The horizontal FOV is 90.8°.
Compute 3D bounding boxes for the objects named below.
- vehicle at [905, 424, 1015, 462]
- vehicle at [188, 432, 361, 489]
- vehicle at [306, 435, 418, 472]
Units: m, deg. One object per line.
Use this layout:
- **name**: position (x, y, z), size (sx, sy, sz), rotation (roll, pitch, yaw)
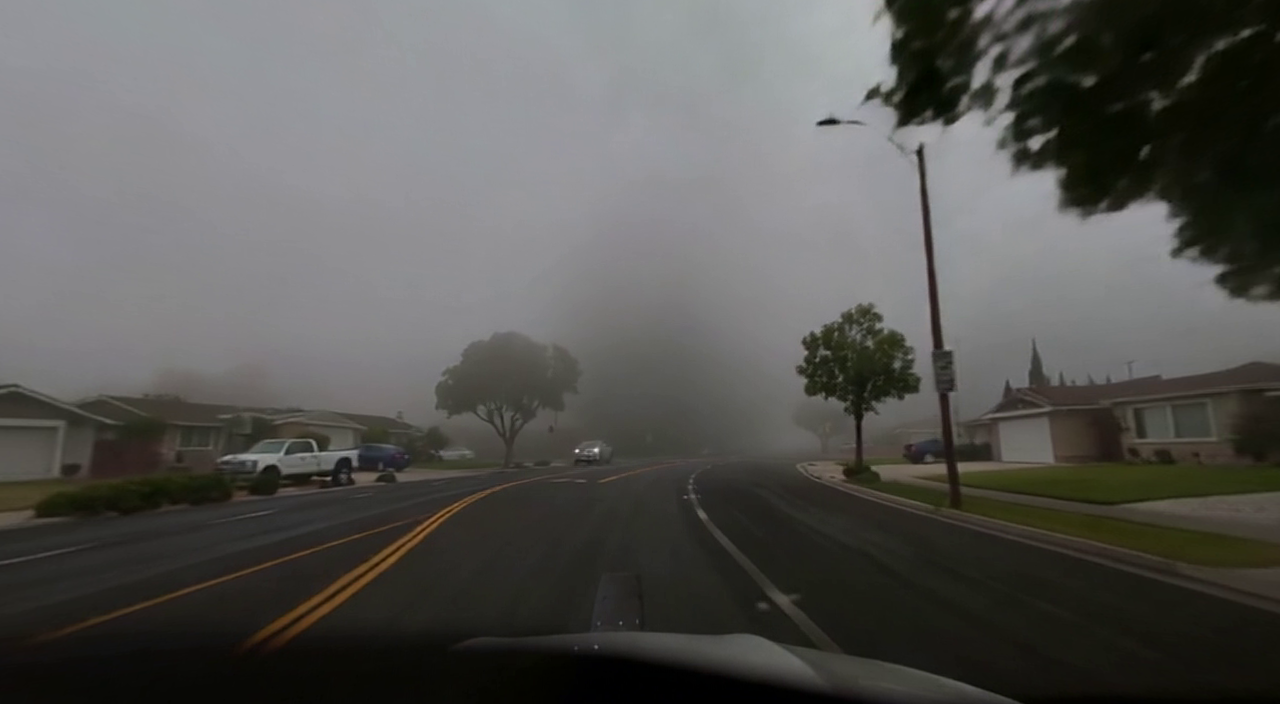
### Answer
- **vehicle**: position (17.900, 5.175, 35.669), size (5.073, 1.729, 2.161), rotation (-6, -11, 17)
- **vehicle**: position (-14.389, 4.308, 25.599), size (2.418, 1.969, 6.615), rotation (-1, -8, 8)
- **vehicle**: position (-16.695, 6.116, 38.010), size (6.010, 1.935, 2.255), rotation (-4, -10, 14)
